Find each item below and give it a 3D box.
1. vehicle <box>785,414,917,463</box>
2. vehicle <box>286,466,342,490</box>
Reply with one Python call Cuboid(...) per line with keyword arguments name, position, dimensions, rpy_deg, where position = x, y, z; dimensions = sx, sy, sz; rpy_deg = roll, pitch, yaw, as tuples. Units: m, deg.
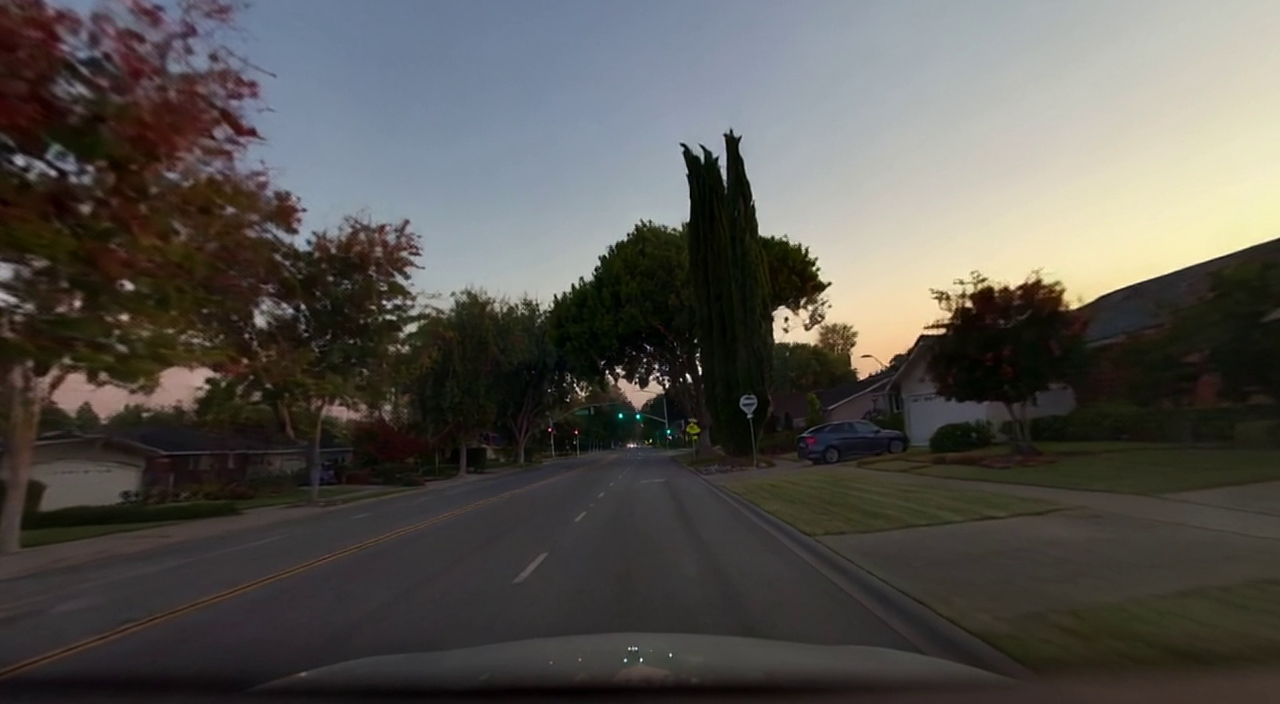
Cuboid(name="vehicle", position=(8.349, 3.454, 24.941), dimensions=(4.636, 1.823, 1.997), rpy_deg=(3, -9, -18))
Cuboid(name="vehicle", position=(-22.278, 8.586, 43.029), dimensions=(1.847, 1.461, 3.659), rpy_deg=(0, -9, 0))
